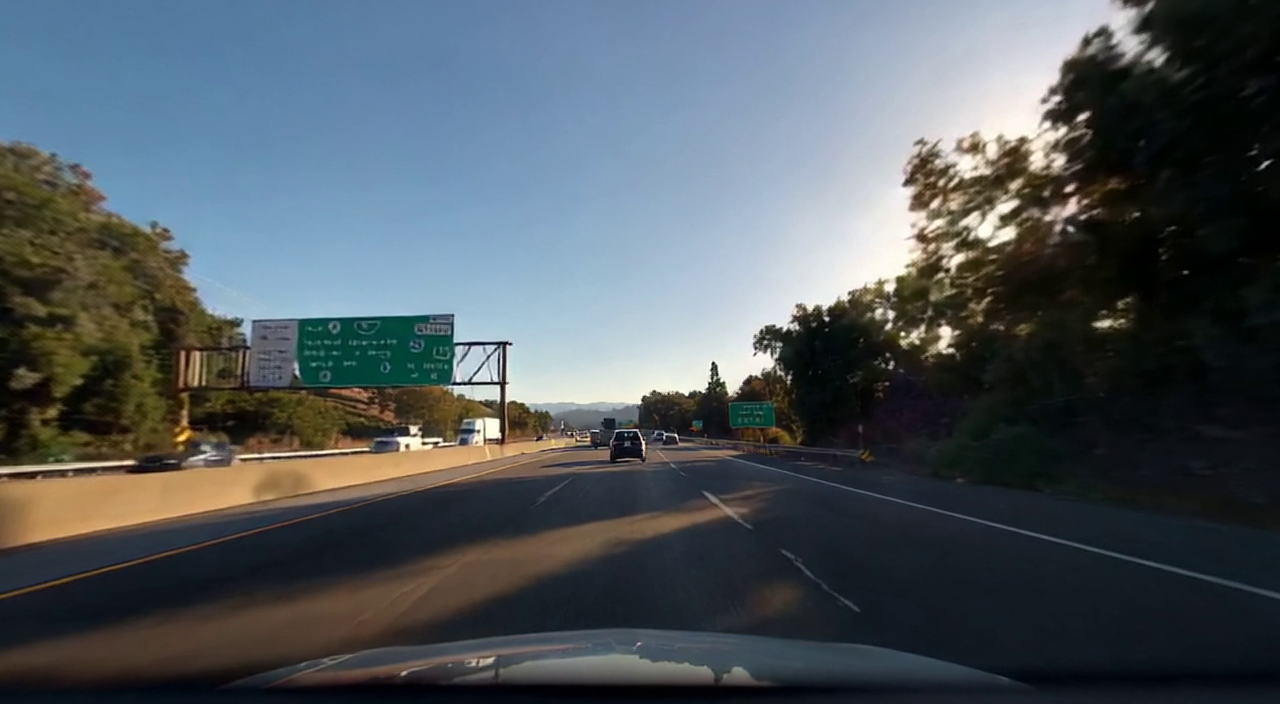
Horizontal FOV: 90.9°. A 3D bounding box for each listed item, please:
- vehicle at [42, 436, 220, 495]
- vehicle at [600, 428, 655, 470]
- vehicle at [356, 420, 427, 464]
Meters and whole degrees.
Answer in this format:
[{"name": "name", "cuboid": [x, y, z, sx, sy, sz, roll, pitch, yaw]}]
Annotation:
[{"name": "vehicle", "cuboid": [-16.037, 3.545, 20.256, 2.001, 1.671, 4.427, 0, -8, 0]}, {"name": "vehicle", "cuboid": [-0.514, 3.986, 26.247, 2.094, 1.600, 3.666, 0, -8, -1]}, {"name": "vehicle", "cuboid": [-16.291, 5.919, 41.782, 2.321, 2.674, 5.828, 0, -8, -1]}]
